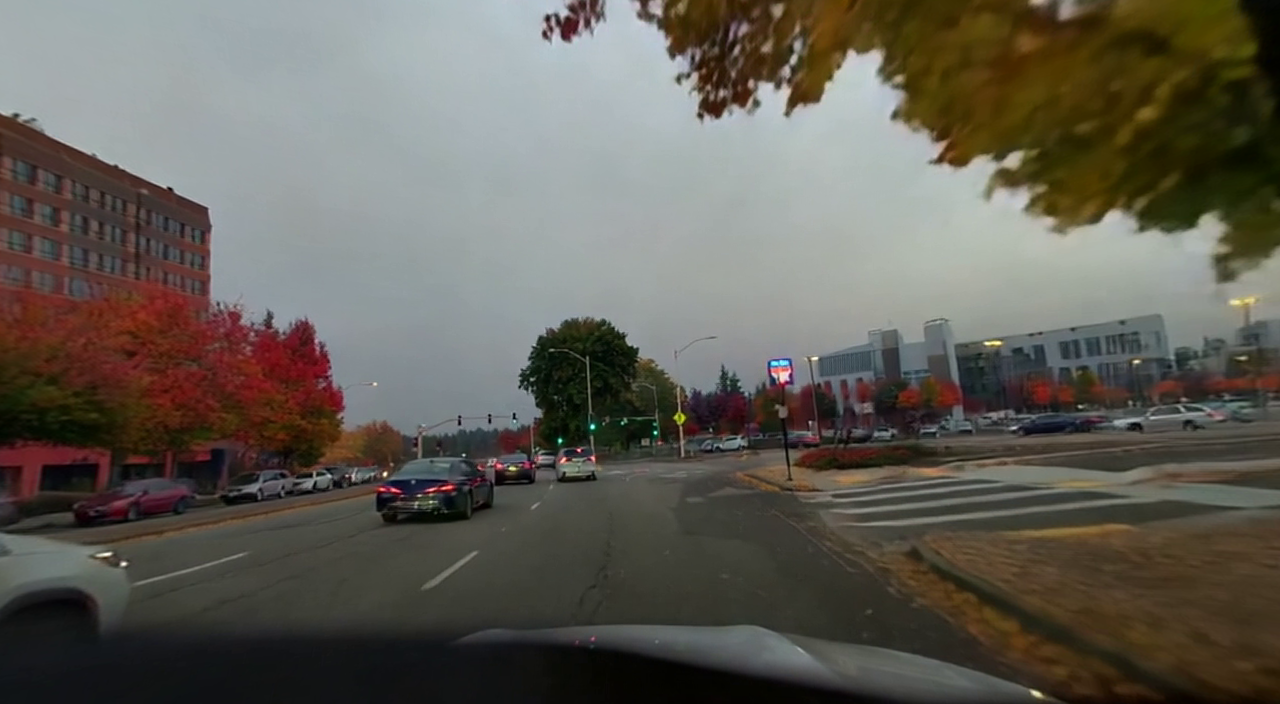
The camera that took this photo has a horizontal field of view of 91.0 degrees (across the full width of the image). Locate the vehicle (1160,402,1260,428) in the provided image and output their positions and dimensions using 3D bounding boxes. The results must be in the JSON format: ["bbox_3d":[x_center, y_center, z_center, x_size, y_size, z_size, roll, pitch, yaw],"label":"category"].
[{"bbox_3d":[42.301,4.735,46.875,5.280,1.764,2.026,-6,-12,41],"label":"vehicle"}]

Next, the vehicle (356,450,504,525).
[{"bbox_3d":[-4.877,3.205,15.626,2.090,1.506,5.326,1,-9,-3],"label":"vehicle"}]

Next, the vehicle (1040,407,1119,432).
[{"bbox_3d":[34.147,5.269,48.963,4.653,1.696,2.110,-9,-10,41],"label":"vehicle"}]

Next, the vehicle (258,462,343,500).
[{"bbox_3d":[-16.343,6.199,30.582,2.026,1.615,4.324,1,-9,-6],"label":"vehicle"}]

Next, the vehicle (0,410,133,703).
[{"bbox_3d":[-4.366,0.903,1.757,2.085,1.663,4.513,0,-9,0],"label":"vehicle"}]

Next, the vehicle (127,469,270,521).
[{"bbox_3d":[-15.630,5.049,22.658,2.010,1.530,4.534,1,-9,-3],"label":"vehicle"}]

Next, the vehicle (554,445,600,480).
[{"bbox_3d":[-3.343,5.714,32.828,2.144,1.704,4.028,2,-9,-9],"label":"vehicle"}]

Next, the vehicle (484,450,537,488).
[{"bbox_3d":[-5.811,5.283,28.696,1.974,1.549,4.603,2,-9,-7],"label":"vehicle"}]
